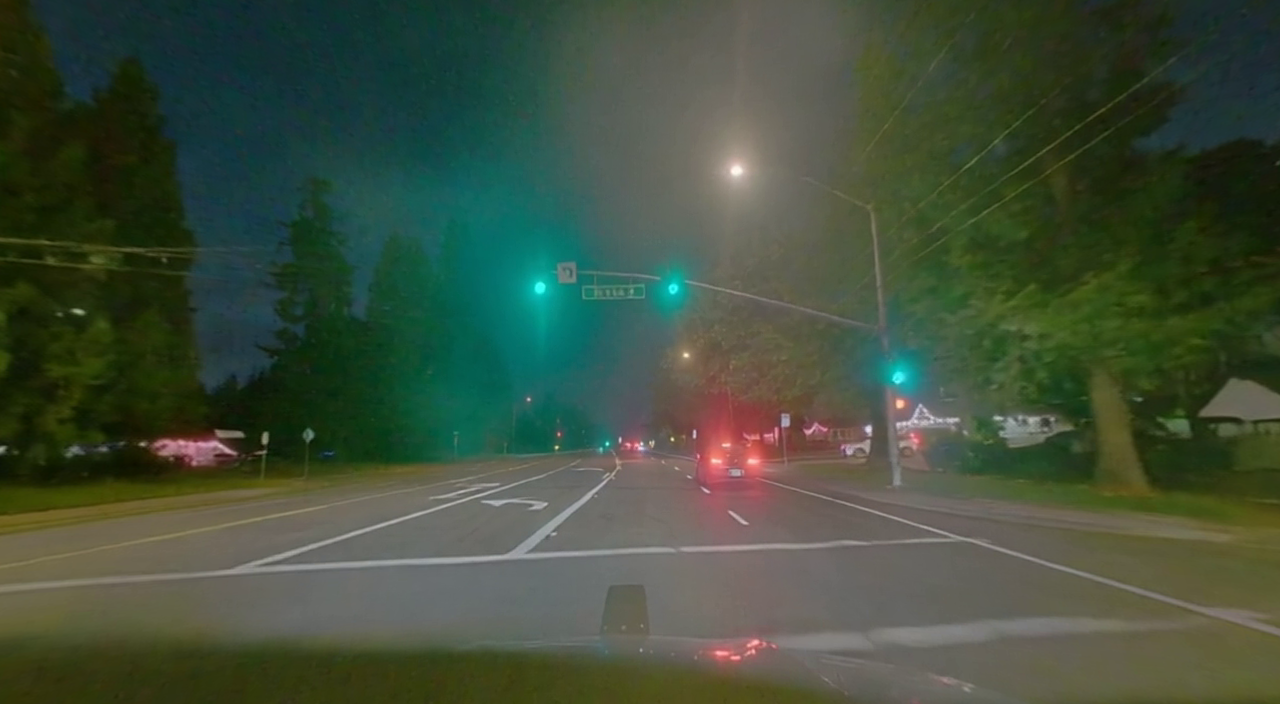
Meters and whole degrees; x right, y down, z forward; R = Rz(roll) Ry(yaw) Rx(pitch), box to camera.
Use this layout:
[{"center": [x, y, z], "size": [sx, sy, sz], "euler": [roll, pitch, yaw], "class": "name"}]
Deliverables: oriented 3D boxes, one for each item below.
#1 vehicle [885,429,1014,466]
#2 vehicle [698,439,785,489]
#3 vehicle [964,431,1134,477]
[{"center": [13.639, 4.232, 27.985], "size": [4.689, 1.583, 1.947], "euler": [0, -8, -1], "class": "vehicle"}, {"center": [3.202, 3.630, 20.857], "size": [2.134, 1.476, 4.327], "euler": [0, -8, -1], "class": "vehicle"}, {"center": [14.279, 3.589, 22.269], "size": [4.514, 1.546, 2.044], "euler": [-1, -8, 4], "class": "vehicle"}]
